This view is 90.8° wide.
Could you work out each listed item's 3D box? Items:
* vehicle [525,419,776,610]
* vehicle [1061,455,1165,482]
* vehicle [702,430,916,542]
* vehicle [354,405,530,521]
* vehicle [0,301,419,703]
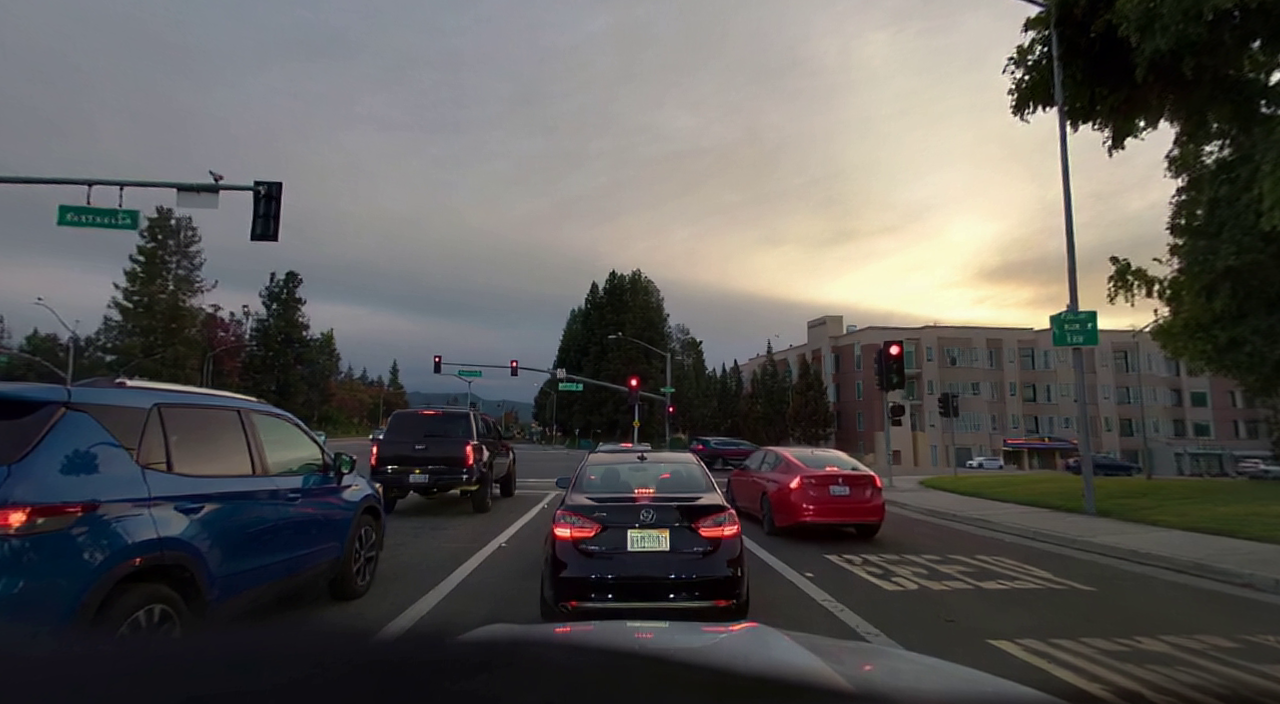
[{"bbox_3d":[-0.056,1.621,7.317,2.001,1.483,4.442,0,-9,-4],"label":"vehicle"},{"bbox_3d":[29.026,7.157,38.873,4.737,1.572,2.026,0,-8,0],"label":"vehicle"},{"bbox_3d":[2.616,2.222,11.261,2.100,1.524,4.746,1,-9,-6],"label":"vehicle"},{"bbox_3d":[-3.878,2.317,13.706,2.305,1.984,5.586,0,-8,-3],"label":"vehicle"},{"bbox_3d":[-3.143,1.010,4.143,1.924,1.737,4.387,0,-9,-2],"label":"vehicle"}]
